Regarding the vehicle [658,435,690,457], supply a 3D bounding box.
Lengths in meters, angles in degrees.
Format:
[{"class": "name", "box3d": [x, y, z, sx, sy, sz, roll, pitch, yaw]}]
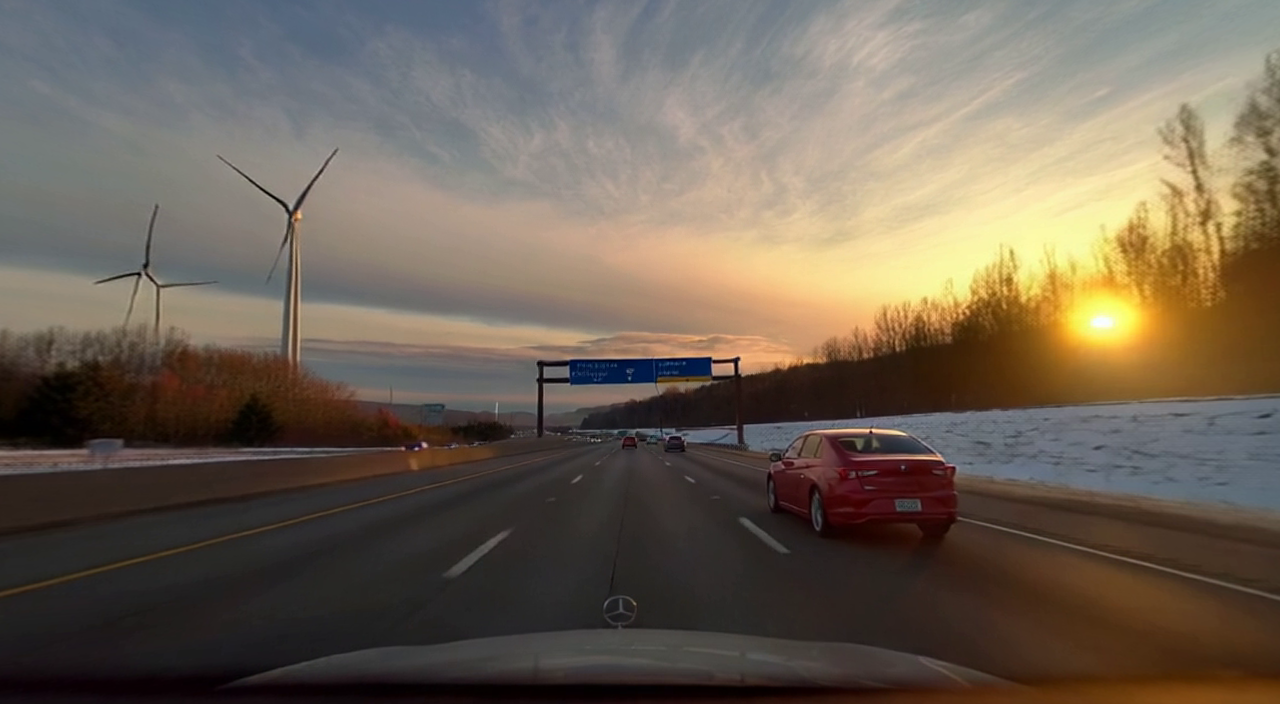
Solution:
[{"class": "vehicle", "box3d": [2.532, 7.068, 47.297, 2.041, 1.551, 3.974, 0, -8, -2]}]
